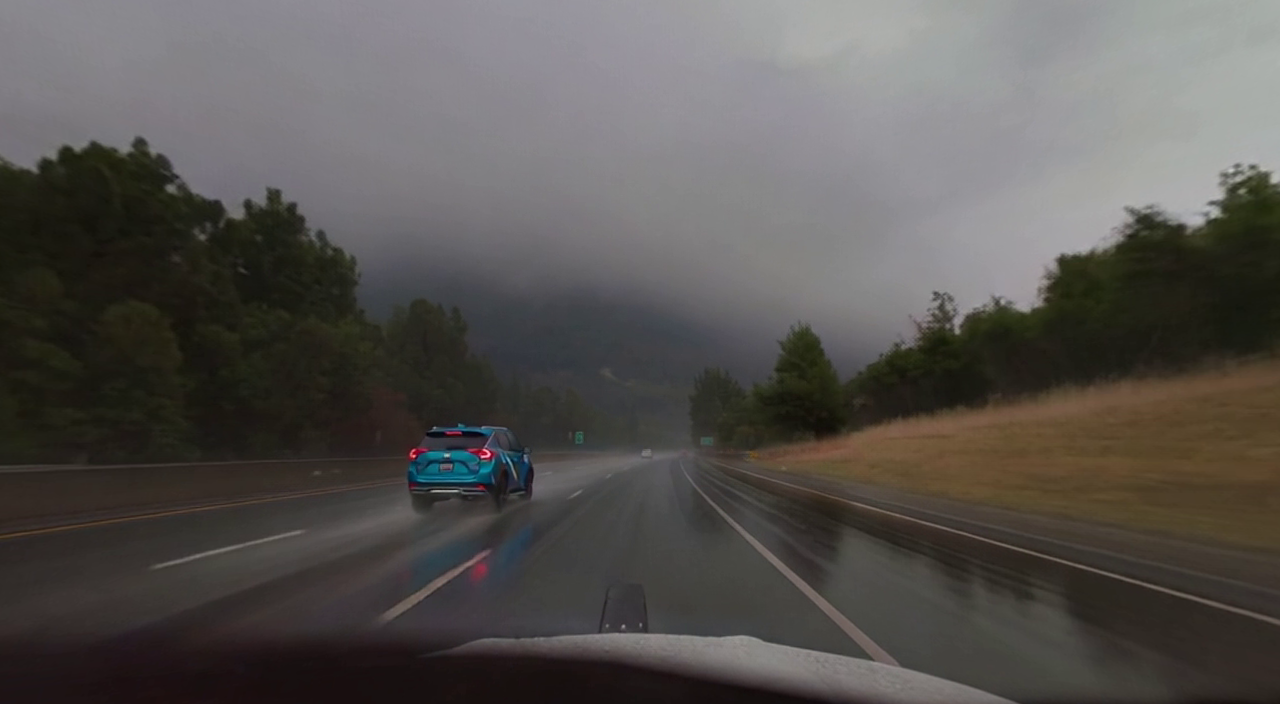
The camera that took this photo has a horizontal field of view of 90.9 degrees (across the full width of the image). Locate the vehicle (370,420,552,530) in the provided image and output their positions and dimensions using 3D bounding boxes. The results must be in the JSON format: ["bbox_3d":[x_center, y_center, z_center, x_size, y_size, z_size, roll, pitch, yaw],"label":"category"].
[{"bbox_3d":[-3.331,2.403,12.938,2.183,1.803,4.685,0,-8,2],"label":"vehicle"}]
